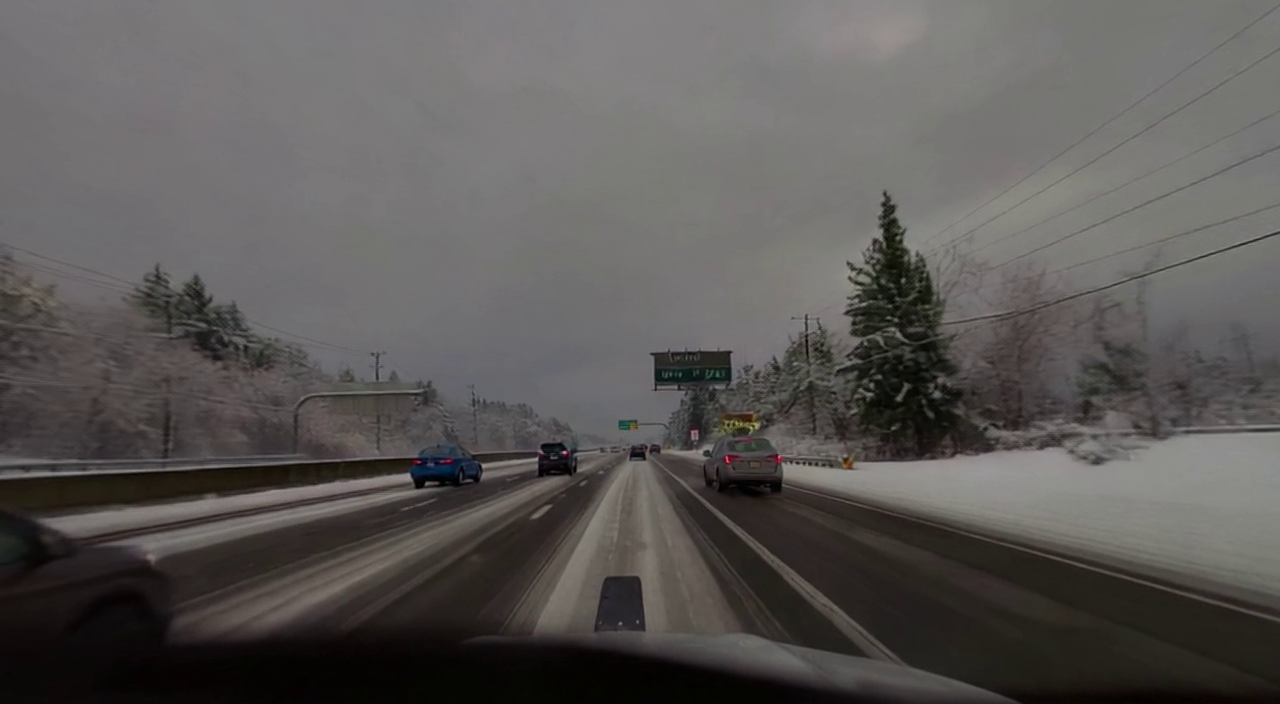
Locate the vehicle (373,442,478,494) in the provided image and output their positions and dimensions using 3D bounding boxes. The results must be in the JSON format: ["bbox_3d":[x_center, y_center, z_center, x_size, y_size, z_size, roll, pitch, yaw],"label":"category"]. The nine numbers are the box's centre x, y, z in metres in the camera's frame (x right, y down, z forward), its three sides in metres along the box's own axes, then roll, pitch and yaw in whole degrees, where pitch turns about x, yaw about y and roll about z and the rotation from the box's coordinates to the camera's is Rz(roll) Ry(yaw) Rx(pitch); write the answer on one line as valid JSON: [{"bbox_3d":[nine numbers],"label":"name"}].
[{"bbox_3d":[-6.707,3.638,20.269,1.903,1.482,4.180,0,-8,0],"label":"vehicle"}]

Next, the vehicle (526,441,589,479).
[{"bbox_3d":[-3.426,4.562,26.999,2.066,1.488,4.377,0,-8,1],"label":"vehicle"}]

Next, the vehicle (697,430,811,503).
[{"bbox_3d":[2.837,2.979,16.856,2.100,1.659,4.387,0,-8,-1],"label":"vehicle"}]
